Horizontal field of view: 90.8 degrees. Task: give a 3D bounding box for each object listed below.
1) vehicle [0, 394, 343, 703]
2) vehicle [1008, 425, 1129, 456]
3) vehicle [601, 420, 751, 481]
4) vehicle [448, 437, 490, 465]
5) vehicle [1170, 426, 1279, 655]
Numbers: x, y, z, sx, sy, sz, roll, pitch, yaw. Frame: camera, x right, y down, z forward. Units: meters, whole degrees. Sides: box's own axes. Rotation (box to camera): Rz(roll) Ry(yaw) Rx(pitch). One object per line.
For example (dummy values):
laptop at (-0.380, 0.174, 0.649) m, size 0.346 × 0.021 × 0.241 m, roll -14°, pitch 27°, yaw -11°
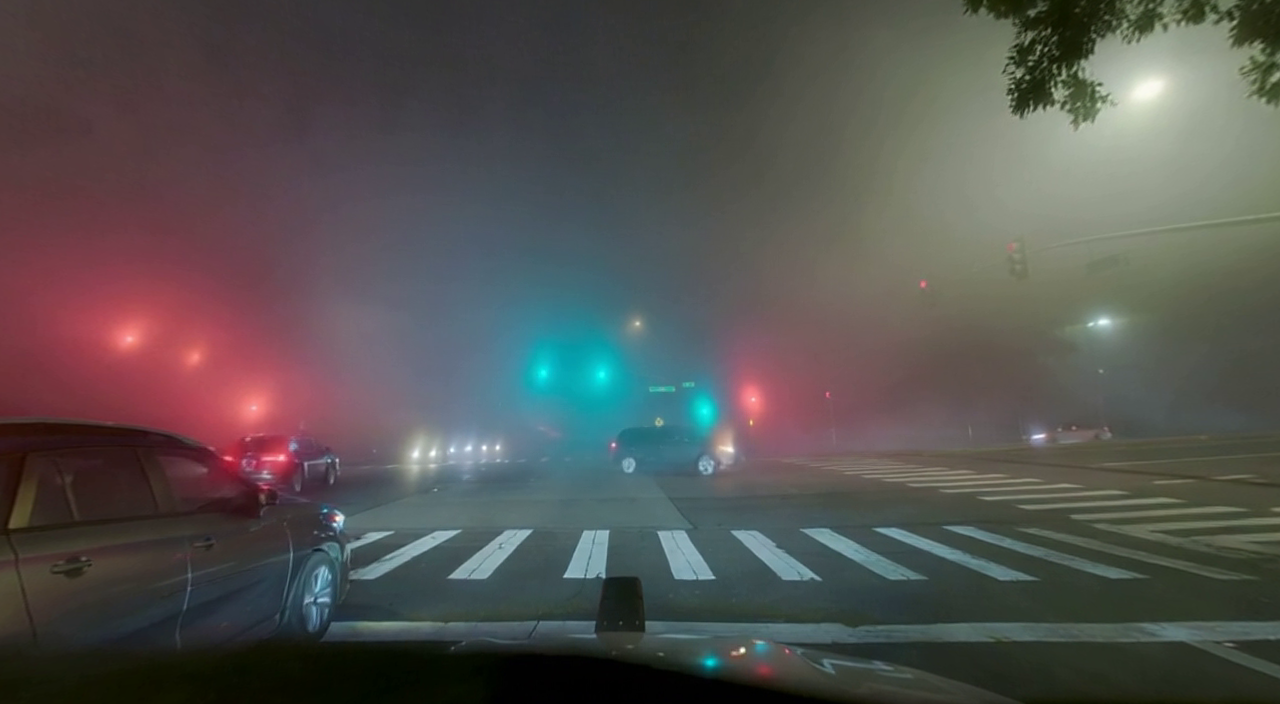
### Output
vehicle at (-3.074, 0.898, 2.152) m, size 1.919 × 1.478 × 4.720 m, roll 0°, pitch -8°, yaw -1°
vehicle at (21.541, 4.459, 31.873) m, size 4.660 × 1.495 × 2.007 m, roll 0°, pitch -8°, yaw -3°
vehicle at (1.173, 3.373, 21.852) m, size 4.778 × 1.871 × 2.109 m, roll -7°, pitch -10°, yaw 37°
vehicle at (-12.828, 7.416, 47.534) m, size 2.051 × 1.715 × 4.346 m, roll -3°, pitch -6°, yaw -2°
vehicle at (4.934, 0.985, 2.534) m, size 1.949 × 1.449 × 4.530 m, roll -1°, pitch -8°, yaw 5°
